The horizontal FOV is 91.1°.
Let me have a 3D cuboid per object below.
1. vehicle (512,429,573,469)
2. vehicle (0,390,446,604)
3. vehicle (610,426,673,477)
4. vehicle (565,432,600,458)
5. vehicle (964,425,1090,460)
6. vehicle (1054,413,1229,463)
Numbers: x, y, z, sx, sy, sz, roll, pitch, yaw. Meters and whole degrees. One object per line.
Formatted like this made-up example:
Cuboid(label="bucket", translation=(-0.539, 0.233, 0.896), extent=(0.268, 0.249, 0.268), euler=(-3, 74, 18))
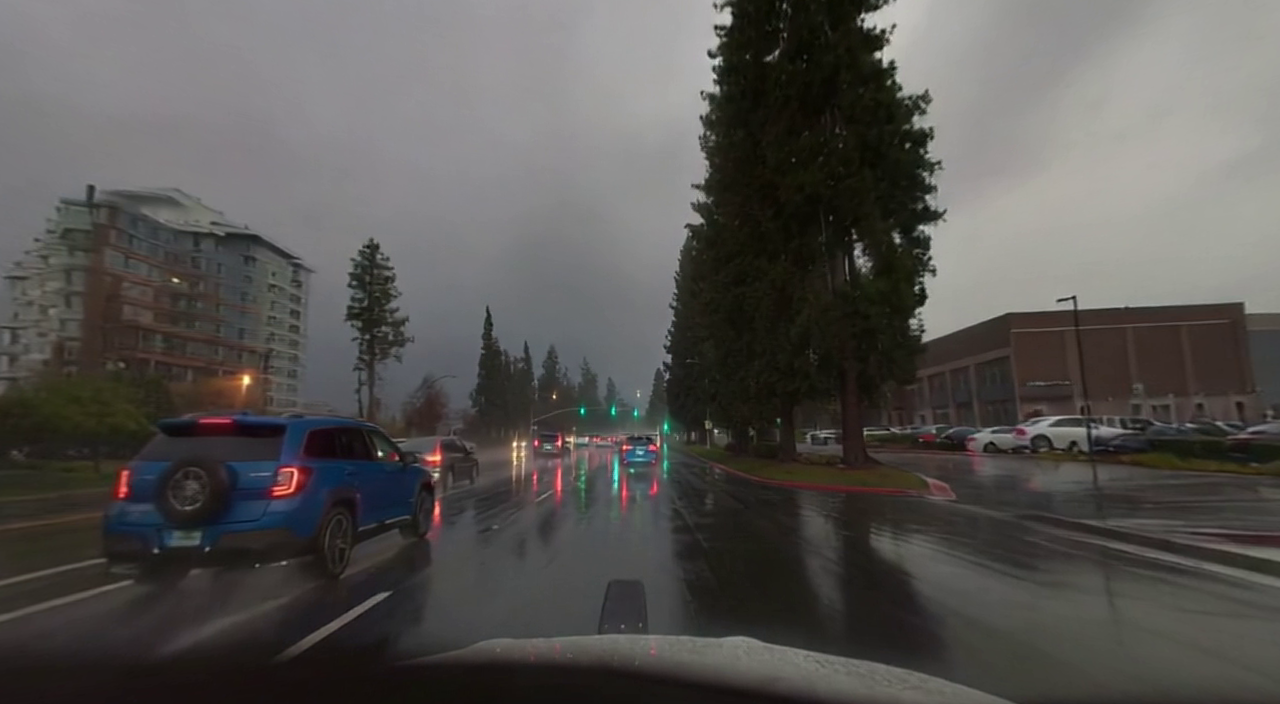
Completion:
Cuboid(label="vehicle", translation=(-4.487, 4.568, 29.618), extent=(2.113, 1.713, 4.422), euler=(0, -8, 0))
Cuboid(label="vehicle", translation=(-3.873, 1.421, 6.972), extent=(2.070, 1.641, 4.152), euler=(0, -8, 0))
Cuboid(label="vehicle", translation=(0.028, 3.552, 22.502), extent=(2.042, 1.641, 4.187), euler=(0, -8, 0))
Cuboid(label="vehicle", translation=(-4.052, 6.698, 45.251), extent=(2.047, 1.810, 4.414), euler=(0, -8, 1))
Cuboid(label="vehicle", translation=(16.874, 3.983, 27.545), extent=(1.857, 1.369, 4.219), euler=(6, -10, -34))
Cuboid(label="vehicle", translation=(17.221, 2.987, 21.749), extent=(4.329, 1.656, 1.873), euler=(0, -8, 2))
